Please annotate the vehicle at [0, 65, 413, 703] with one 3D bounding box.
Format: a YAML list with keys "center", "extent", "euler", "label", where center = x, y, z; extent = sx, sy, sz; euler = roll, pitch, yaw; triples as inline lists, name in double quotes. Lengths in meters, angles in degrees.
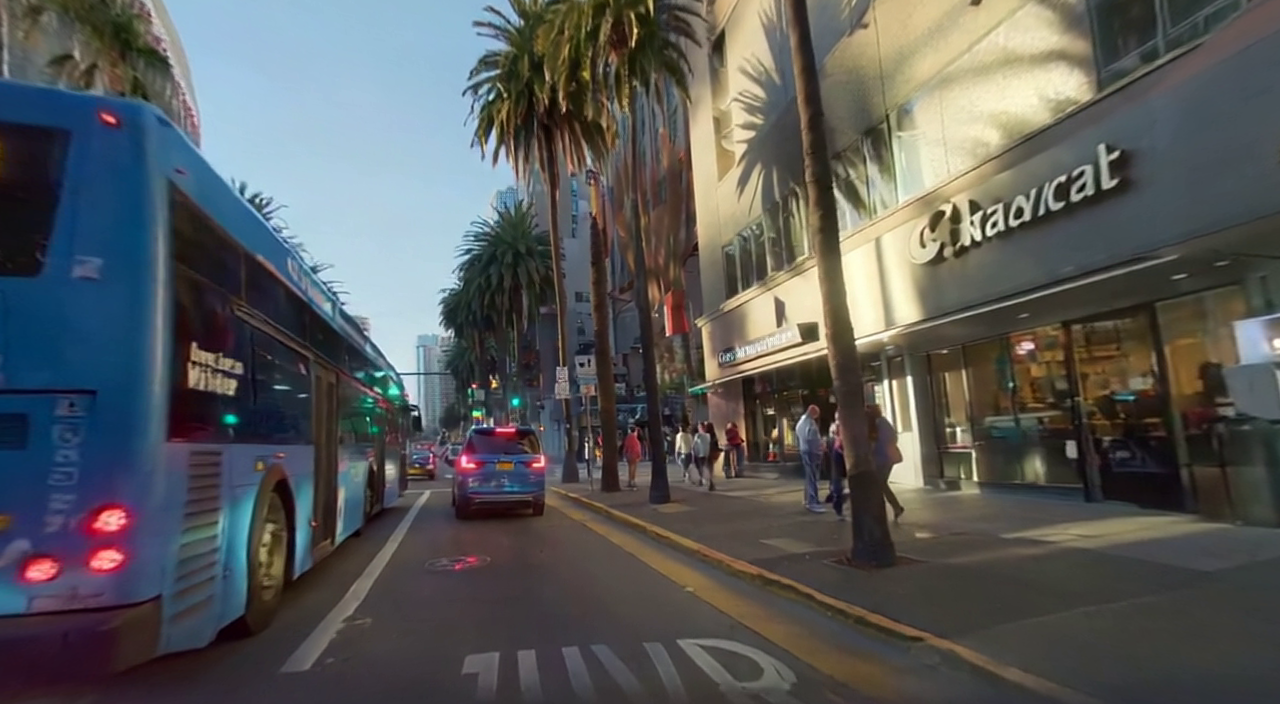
- center: [-5.152, 0.984, 8.344]
  extent: [2.863, 3.233, 11.573]
  euler: [2, -9, -14]
  label: "vehicle"

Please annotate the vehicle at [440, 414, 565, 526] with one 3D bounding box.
- center: [-3.034, 2.378, 13.219]
  extent: [2.002, 1.907, 4.211]
  euler: [3, -9, -19]
  label: "vehicle"
